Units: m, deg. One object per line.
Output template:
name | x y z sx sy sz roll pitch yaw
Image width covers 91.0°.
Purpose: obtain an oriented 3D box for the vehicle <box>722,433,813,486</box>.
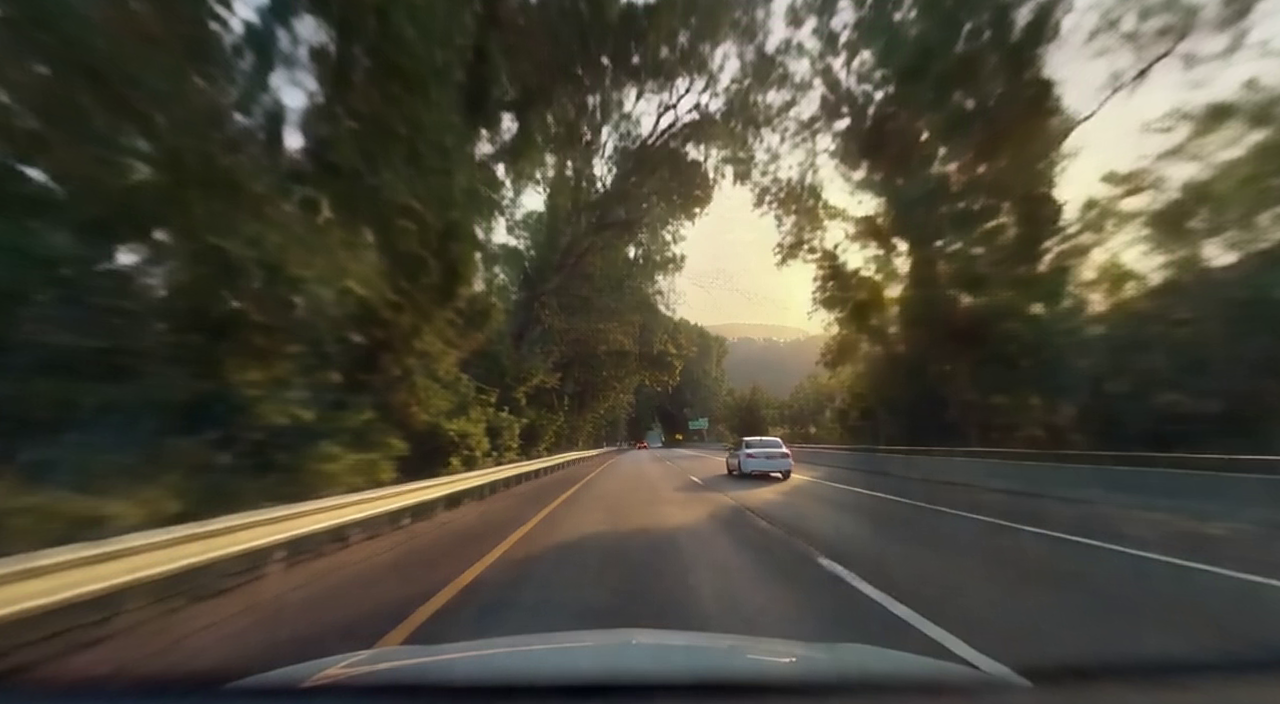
vehicle | 4.086 3.527 21.002 1.905 1.525 4.719 0 -8 -2
